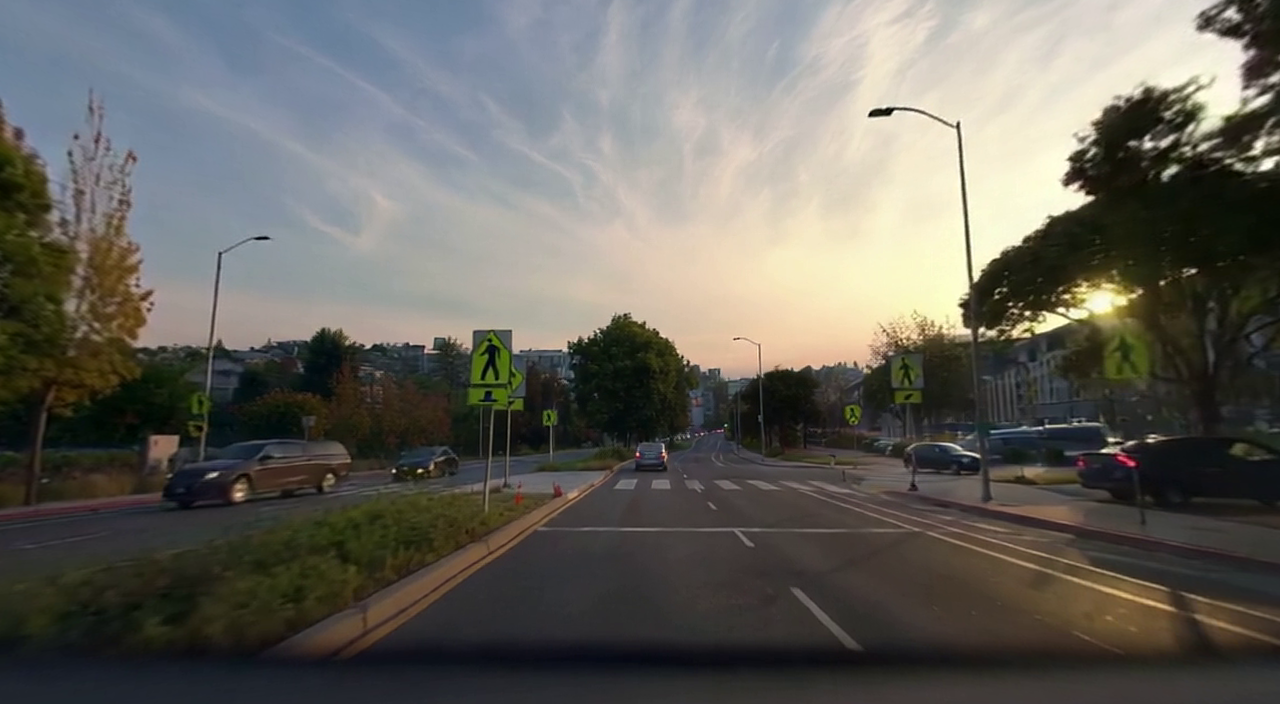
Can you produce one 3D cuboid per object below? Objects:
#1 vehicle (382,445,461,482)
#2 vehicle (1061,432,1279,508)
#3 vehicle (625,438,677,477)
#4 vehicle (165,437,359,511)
[{"bbox_3d":[-10.160,5.210,29.767,2.197,1.606,4.034,-1,-9,2],"label":"vehicle"},{"bbox_3d":[11.918,2.448,13.373,4.627,1.444,1.956,0,-9,-3],"label":"vehicle"},{"bbox_3d":[0.512,4.734,28.527,2.158,1.600,3.865,-1,-8,2],"label":"vehicle"},{"bbox_3d":[-10.462,3.396,18.174,2.162,1.767,5.368,-1,-9,1],"label":"vehicle"}]
